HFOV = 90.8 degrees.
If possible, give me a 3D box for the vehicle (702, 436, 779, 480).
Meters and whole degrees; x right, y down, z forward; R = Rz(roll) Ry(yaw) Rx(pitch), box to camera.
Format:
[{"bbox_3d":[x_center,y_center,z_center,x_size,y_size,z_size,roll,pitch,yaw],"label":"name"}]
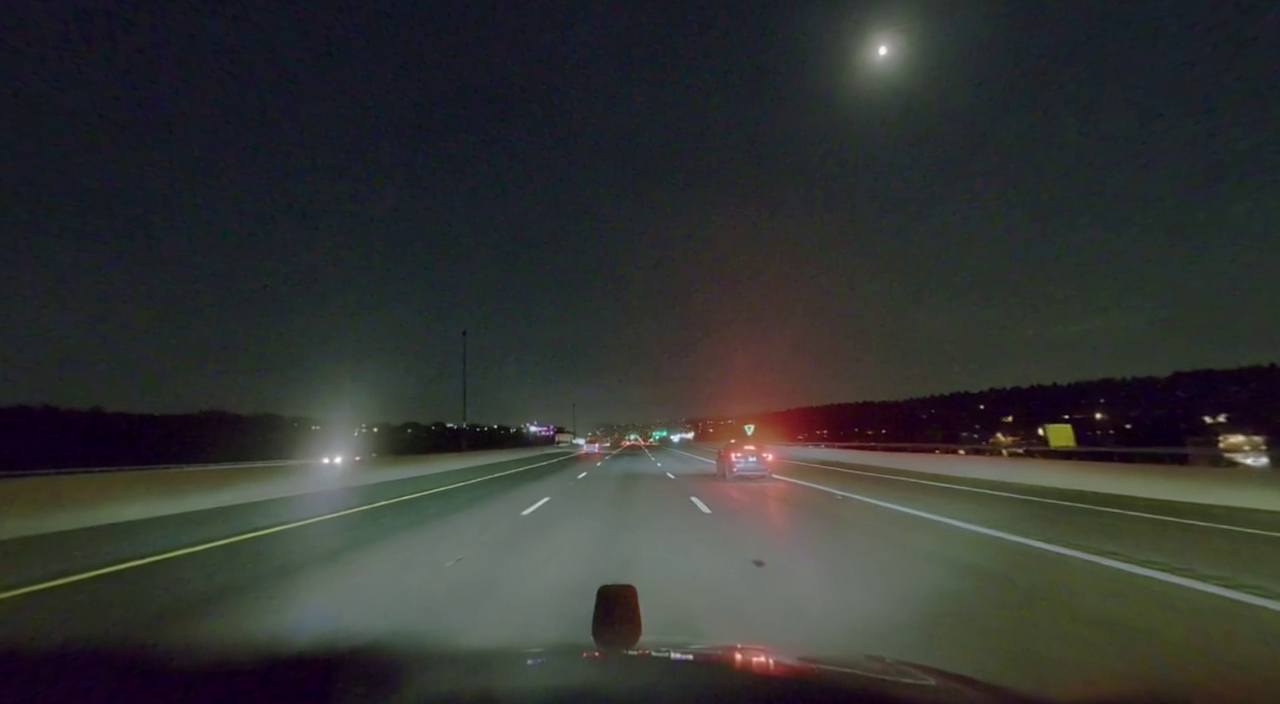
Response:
[{"bbox_3d":[3.657,3.950,23.835,2.060,1.485,4.274,0,-9,-2],"label":"vehicle"}]
